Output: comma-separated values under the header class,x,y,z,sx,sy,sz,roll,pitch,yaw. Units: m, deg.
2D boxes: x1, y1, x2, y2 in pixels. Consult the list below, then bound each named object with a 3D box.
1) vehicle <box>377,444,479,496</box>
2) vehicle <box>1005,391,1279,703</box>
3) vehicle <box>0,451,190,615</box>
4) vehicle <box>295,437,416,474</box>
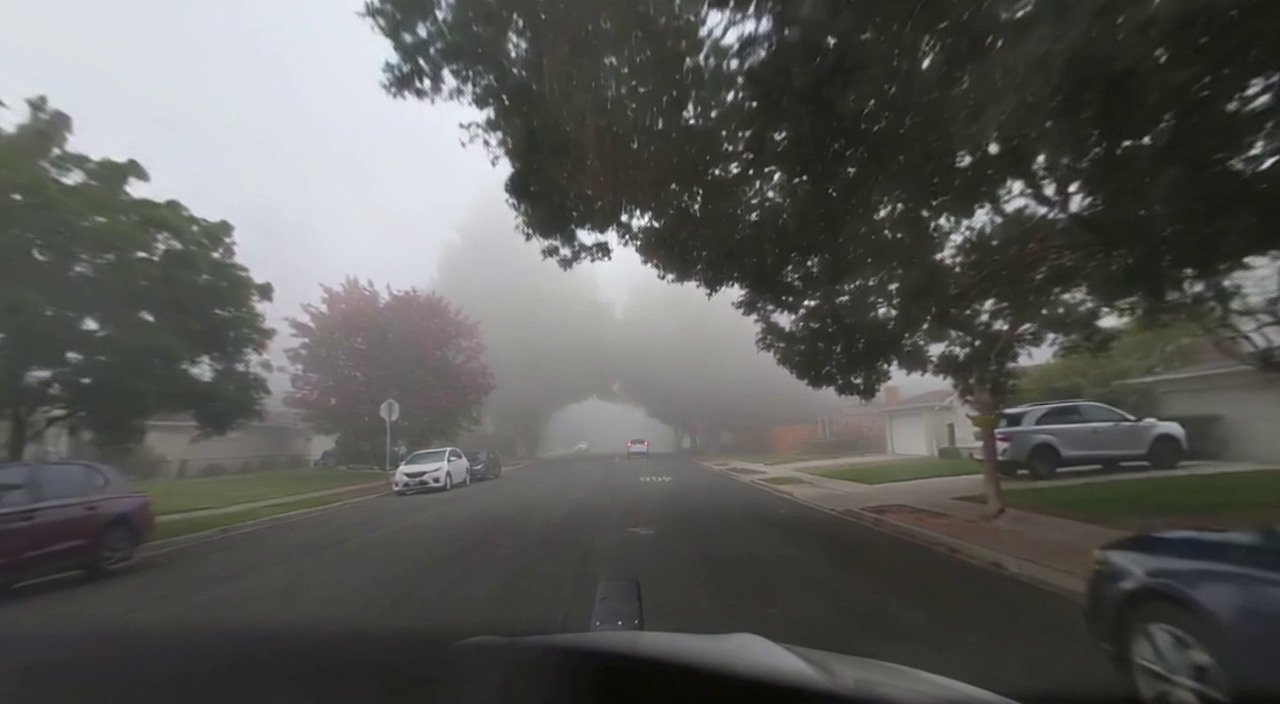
class,x,y,z,sx,sy,sz,roll,pitch,yaw
vehicle,-6.994,3.904,21.338,1.972,1.543,4.622,0,-8,-2
vehicle,3.146,0.739,1.185,2.004,1.469,4.706,0,-8,-1
vehicle,-6.849,1.722,5.901,2.009,1.470,4.475,-3,-9,-1
vehicle,-15.641,5.711,34.929,5.619,1.947,2.183,1,-9,-4
